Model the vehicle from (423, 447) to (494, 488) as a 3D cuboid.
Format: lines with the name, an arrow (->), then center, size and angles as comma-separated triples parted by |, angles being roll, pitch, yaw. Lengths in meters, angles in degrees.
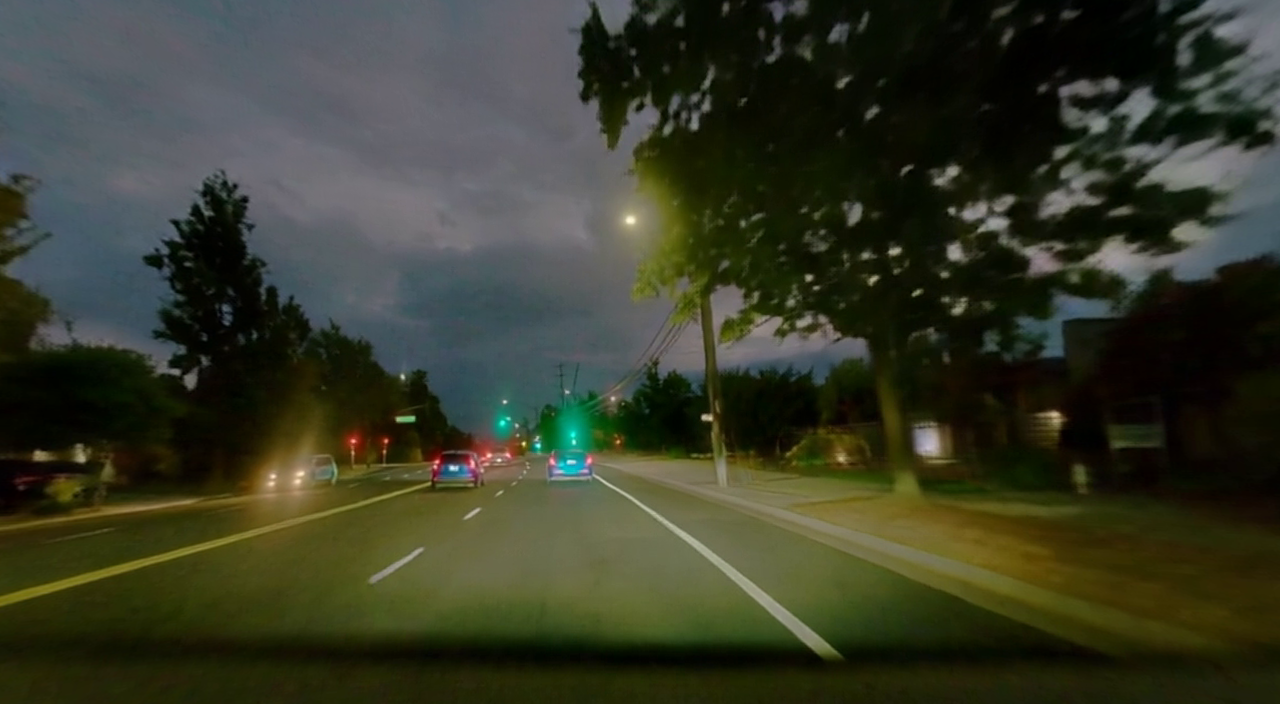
vehicle -> -6.793, 4.333, 24.069 | 1.913, 1.425, 4.235 | 1, -9, -7

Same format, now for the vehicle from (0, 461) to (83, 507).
vehicle -> -23.997, 5.045, 23.892 | 3.916, 1.509, 1.804 | -2, -8, -13

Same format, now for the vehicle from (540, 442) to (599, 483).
vehicle -> -2.921, 4.432, 25.693 | 2.168, 1.504, 4.284 | 1, -9, -8

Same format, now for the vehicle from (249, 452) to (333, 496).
vehicle -> -18.820, 6.538, 34.415 | 2.094, 2.000, 5.603 | 2, -7, -8
